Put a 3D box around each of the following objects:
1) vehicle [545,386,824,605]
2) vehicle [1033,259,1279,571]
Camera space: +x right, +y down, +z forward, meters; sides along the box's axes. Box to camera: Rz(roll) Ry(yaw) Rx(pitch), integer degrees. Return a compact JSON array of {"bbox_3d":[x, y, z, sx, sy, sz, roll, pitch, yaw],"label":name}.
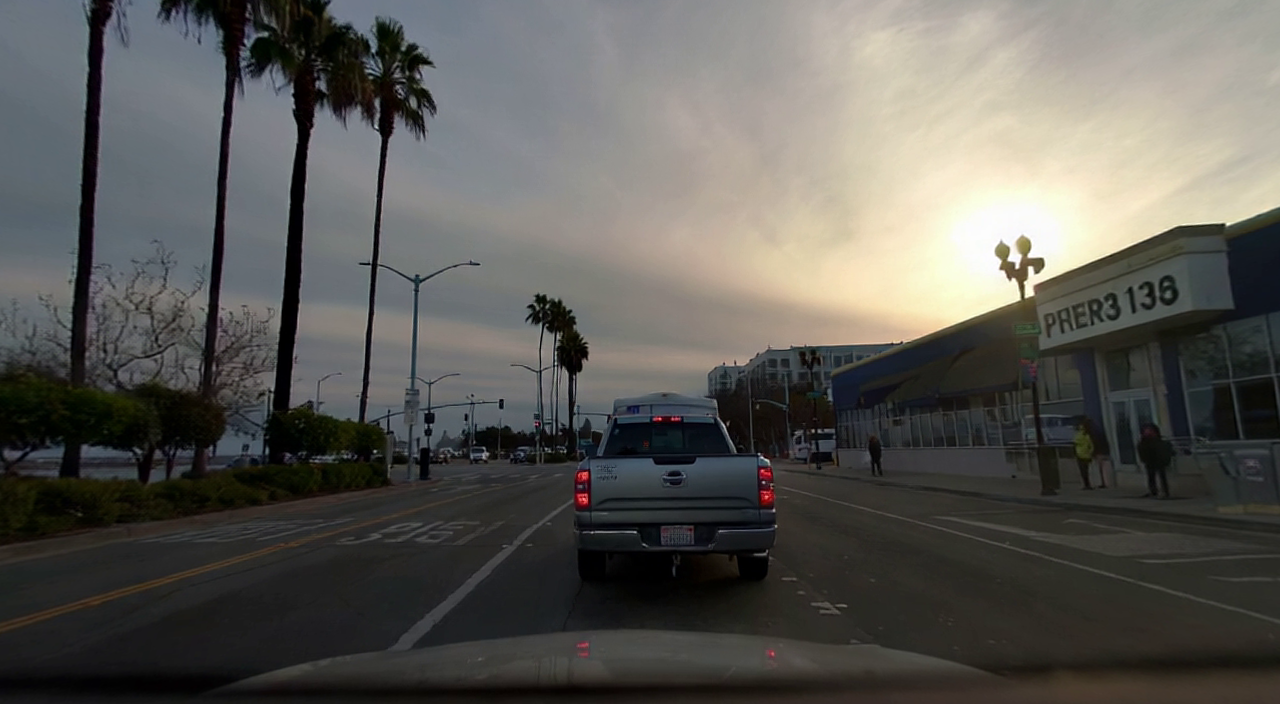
[{"bbox_3d":[0.415,1.584,7.969,2.311,1.819,5.255,0,-8,1],"label":"vehicle"},{"bbox_3d":[7.850,0.851,8.559,2.666,3.345,3.622,-4,-9,7],"label":"vehicle"}]
